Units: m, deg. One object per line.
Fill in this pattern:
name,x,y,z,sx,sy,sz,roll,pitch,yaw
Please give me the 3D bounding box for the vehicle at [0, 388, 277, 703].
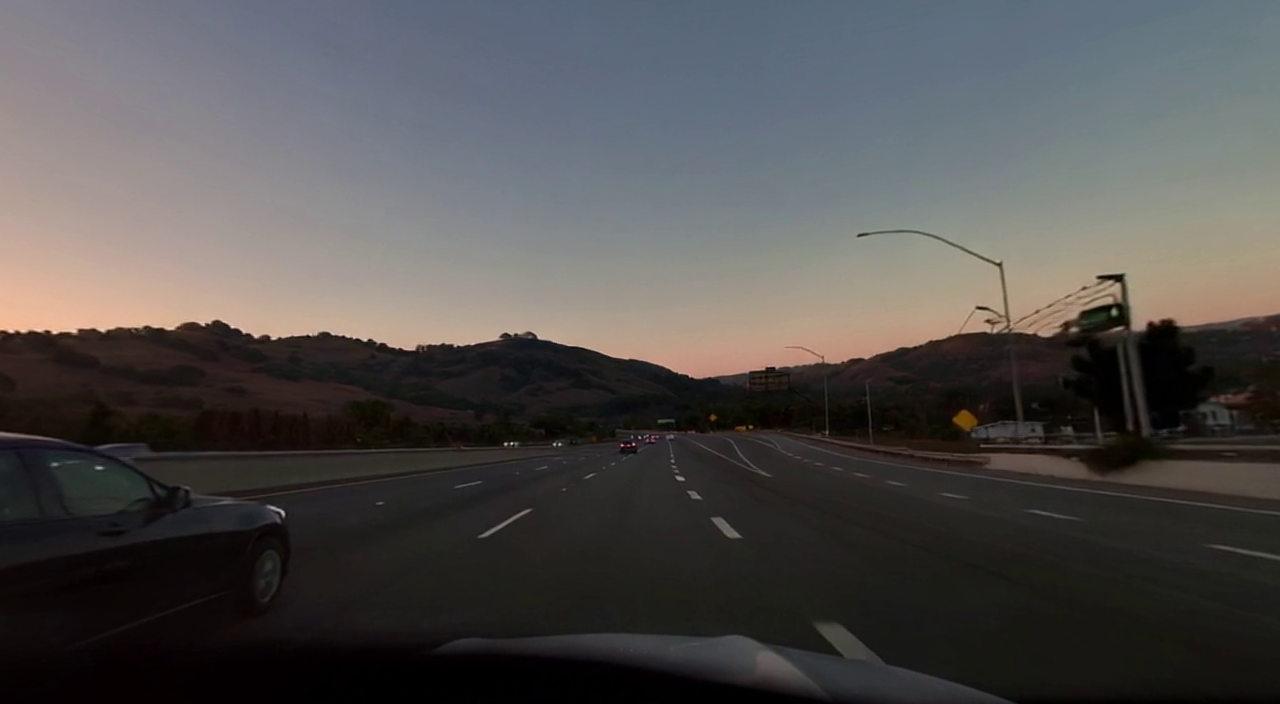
vehicle,-3.760,0.862,2.201,1.984,1.553,5.065,0,-9,0
